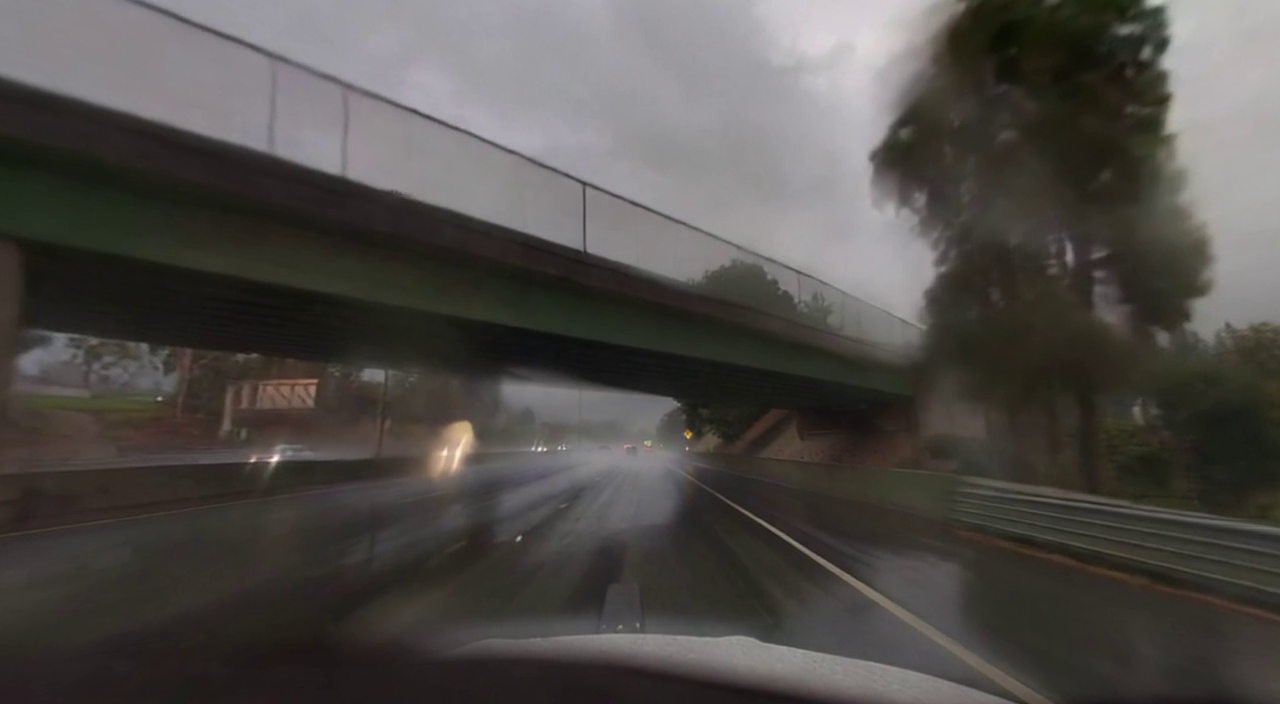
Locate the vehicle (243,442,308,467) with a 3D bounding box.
[{"bbox_3d":[-27.240,7.652,47.243,2.011,1.754,4.720,0,-9,0],"label":"vehicle"}]
